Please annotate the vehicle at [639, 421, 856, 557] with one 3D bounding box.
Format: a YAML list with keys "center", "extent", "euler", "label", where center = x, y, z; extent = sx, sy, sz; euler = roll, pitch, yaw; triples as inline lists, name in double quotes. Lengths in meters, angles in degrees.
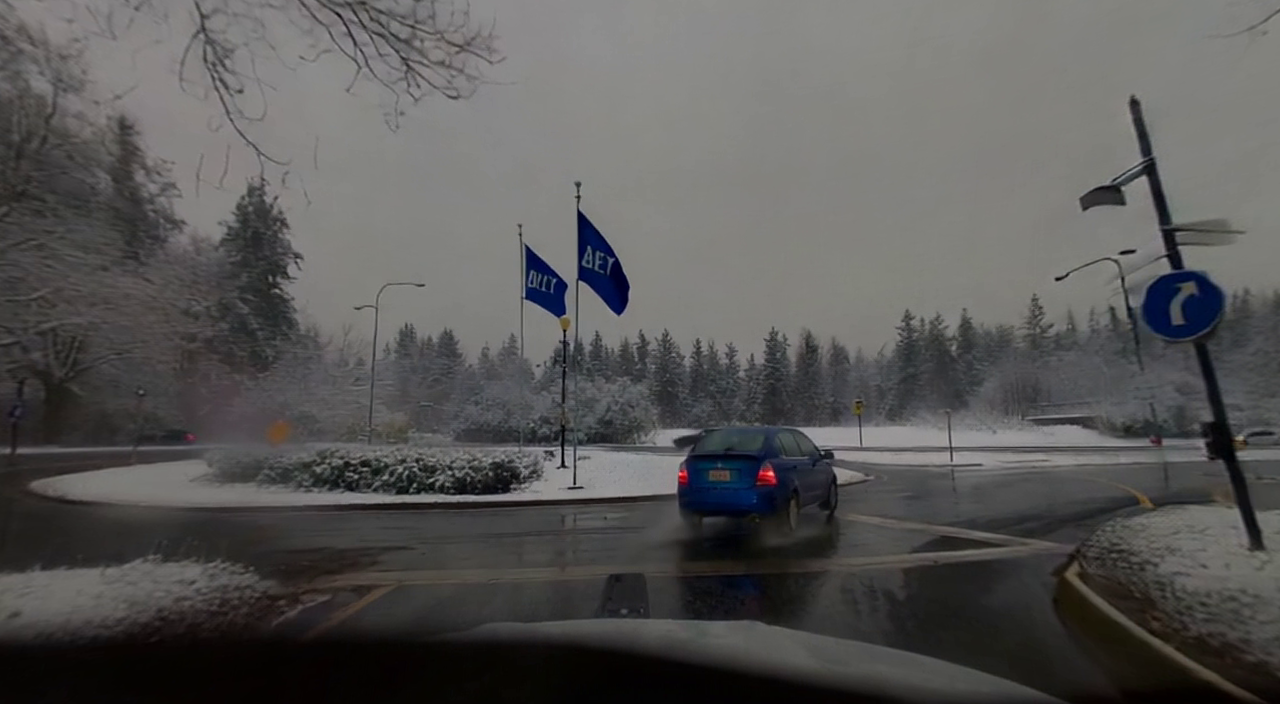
- center: [1.874, 1.991, 9.836]
  extent: [2.078, 1.607, 4.010]
  euler: [-5, -10, 29]
  label: "vehicle"

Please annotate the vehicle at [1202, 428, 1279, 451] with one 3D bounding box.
- center: [44.131, 6.433, 46.071]
  extent: [4.045, 1.569, 1.781]
  euler: [-2, -9, 10]
  label: "vehicle"
